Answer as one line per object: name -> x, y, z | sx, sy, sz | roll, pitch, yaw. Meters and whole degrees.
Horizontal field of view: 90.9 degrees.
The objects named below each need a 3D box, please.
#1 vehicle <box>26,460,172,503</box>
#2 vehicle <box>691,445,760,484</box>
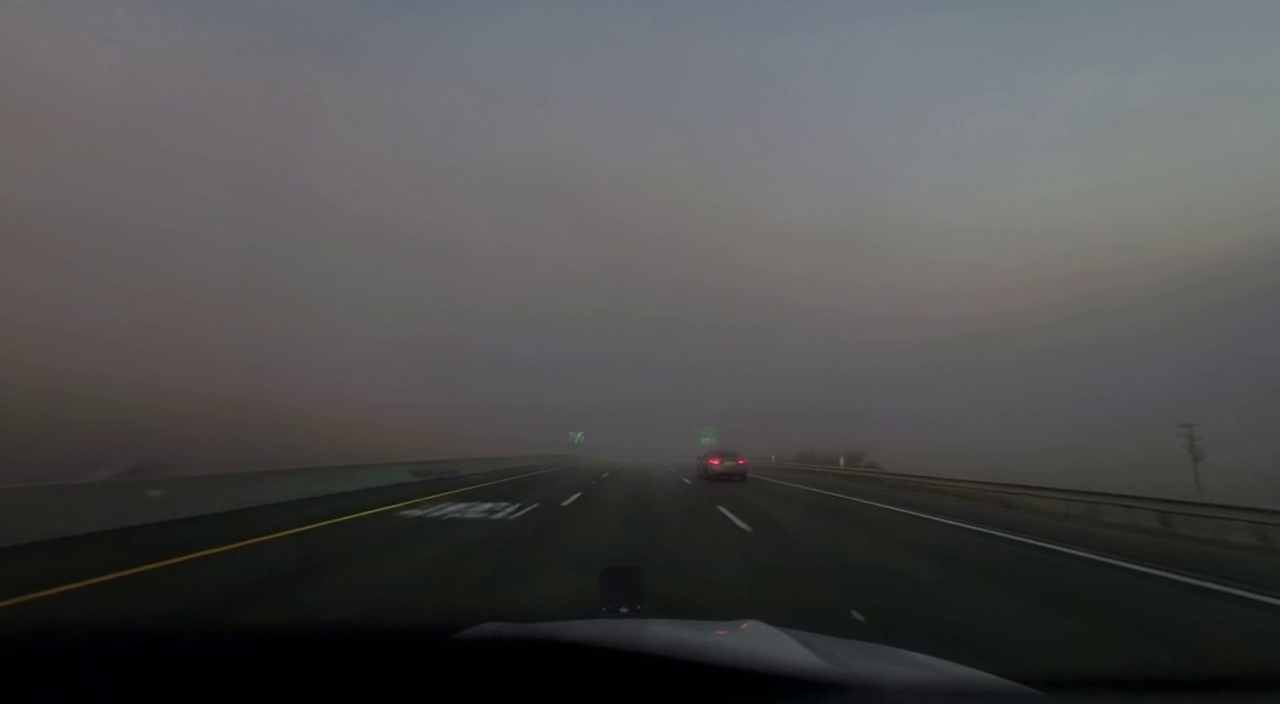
vehicle -> -21.459, 5.121, 25.326 | 1.807, 1.449, 4.553 | 0, -8, 0
vehicle -> 3.466, 4.667, 26.476 | 2.193, 1.462, 4.533 | 0, -8, -1
